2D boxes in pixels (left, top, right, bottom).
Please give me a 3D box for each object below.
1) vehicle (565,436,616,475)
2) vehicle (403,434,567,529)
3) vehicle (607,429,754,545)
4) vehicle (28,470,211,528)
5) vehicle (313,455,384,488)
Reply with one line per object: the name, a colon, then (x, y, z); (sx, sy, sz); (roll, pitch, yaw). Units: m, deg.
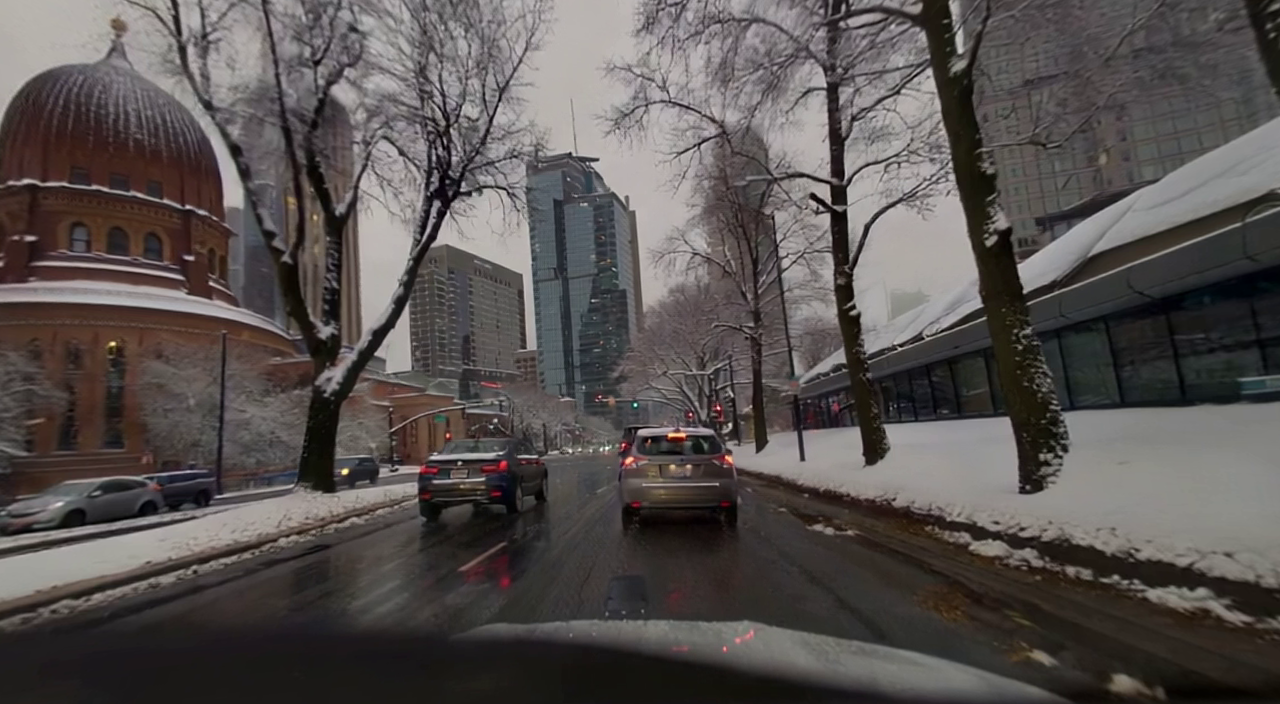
vehicle: (-2.350, 5.018, 30.827); (1.969, 1.764, 4.160); (0, -9, 3)
vehicle: (-2.763, 2.422, 12.385); (1.961, 1.517, 4.202); (0, -9, 3)
vehicle: (0.612, 2.074, 10.301); (1.933, 1.504, 3.802); (0, -9, 3)
vehicle: (-17.003, 4.799, 21.011); (2.092, 1.522, 4.624); (0, -9, 1)
vehicle: (-16.928, 6.934, 36.900); (2.075, 1.700, 4.405); (0, -9, 0)
